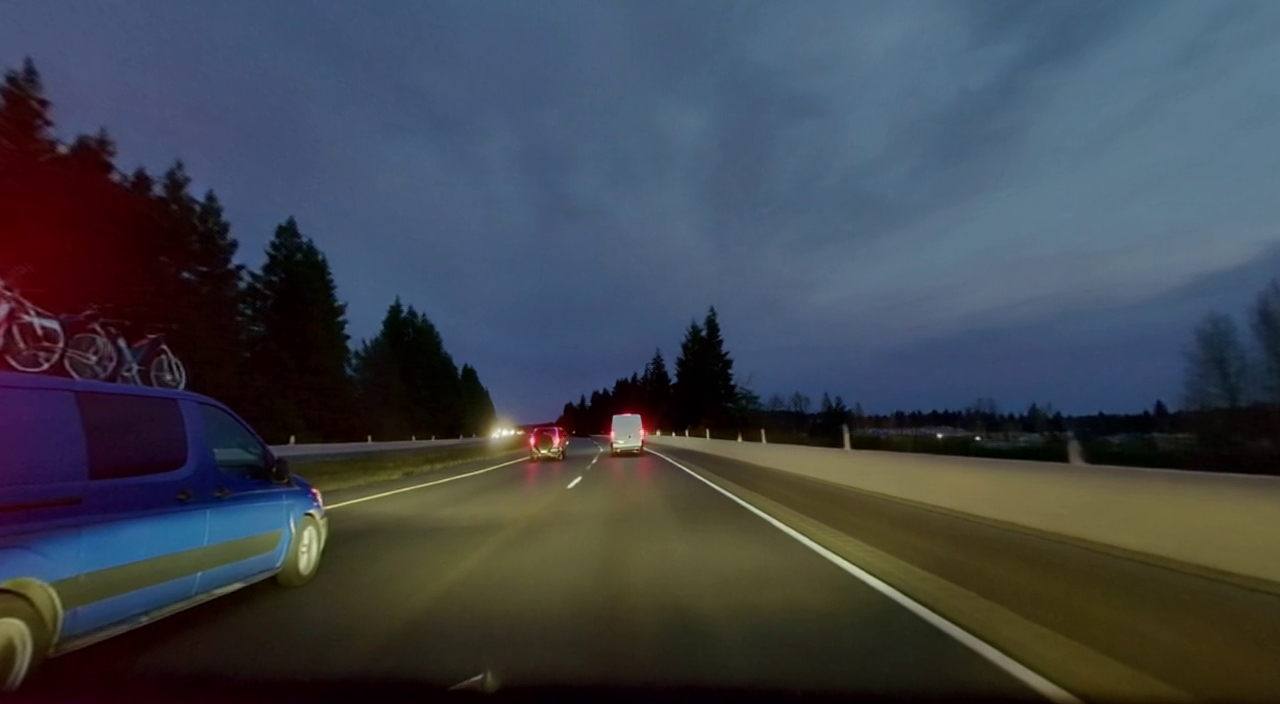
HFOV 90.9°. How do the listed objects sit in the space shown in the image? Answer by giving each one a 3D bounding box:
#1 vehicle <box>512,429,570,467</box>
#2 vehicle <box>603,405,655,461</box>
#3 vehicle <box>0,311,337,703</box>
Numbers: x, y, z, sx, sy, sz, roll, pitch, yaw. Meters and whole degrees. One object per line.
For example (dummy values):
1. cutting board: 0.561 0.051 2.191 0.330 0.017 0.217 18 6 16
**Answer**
1. vehicle: -4.544 4.460 29.631 2.110 1.636 4.453 0 -8 -1
2. vehicle: -0.745 4.624 35.832 2.647 2.896 6.480 0 -8 -3
3. vehicle: -3.596 0.783 2.950 2.069 1.751 4.720 0 -8 -1
